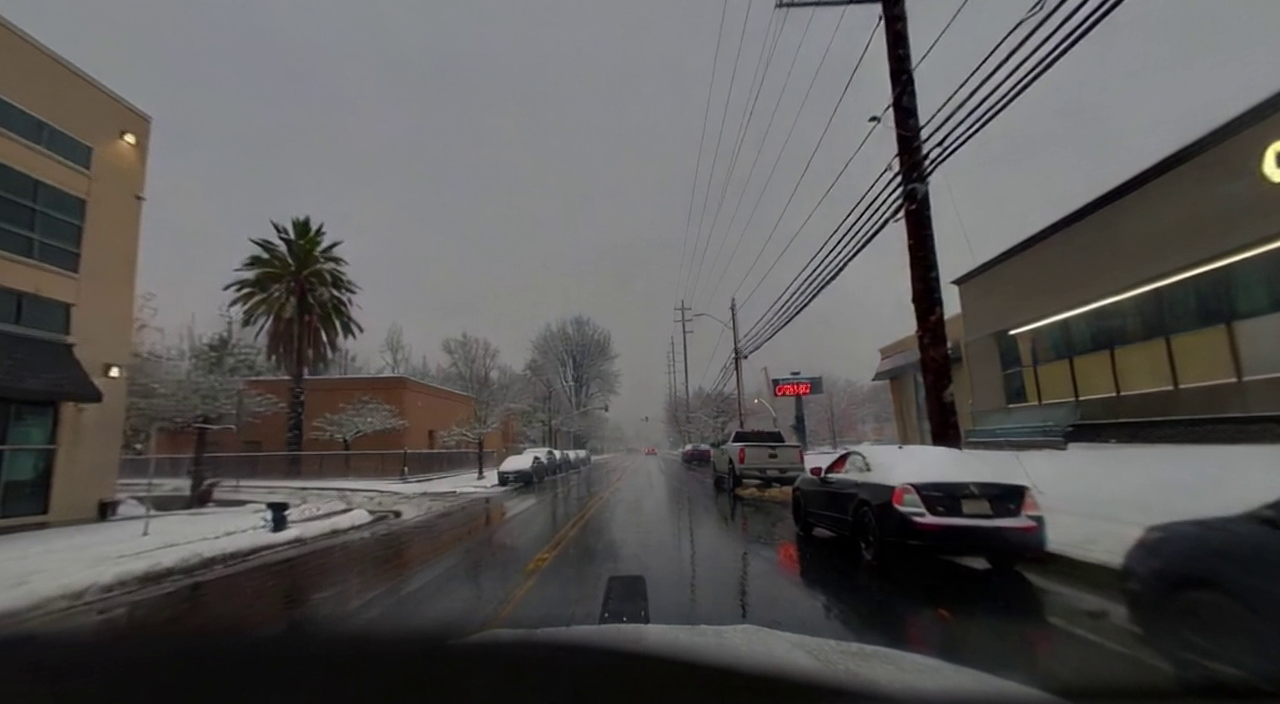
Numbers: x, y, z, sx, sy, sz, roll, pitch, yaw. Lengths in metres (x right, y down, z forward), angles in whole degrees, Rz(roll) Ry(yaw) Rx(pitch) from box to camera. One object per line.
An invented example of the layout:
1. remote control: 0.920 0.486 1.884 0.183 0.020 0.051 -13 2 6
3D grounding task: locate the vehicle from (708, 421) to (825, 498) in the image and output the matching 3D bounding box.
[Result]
1. vehicle: 3.816 3.401 20.456 2.485 2.123 6.029 0 -8 -1

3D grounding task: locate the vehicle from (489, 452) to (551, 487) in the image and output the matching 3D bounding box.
1. vehicle: -5.696 5.626 30.572 1.982 1.453 4.577 0 -8 1

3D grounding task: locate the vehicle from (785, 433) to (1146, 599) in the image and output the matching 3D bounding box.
1. vehicle: 3.593 1.867 8.294 2.060 1.513 4.741 0 -8 -3

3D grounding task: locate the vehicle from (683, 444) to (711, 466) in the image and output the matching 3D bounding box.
1. vehicle: 4.357 7.921 48.870 1.948 1.607 4.873 -1 -8 3

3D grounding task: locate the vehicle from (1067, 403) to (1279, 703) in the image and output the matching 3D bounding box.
1. vehicle: 3.688 0.817 1.440 1.961 1.546 4.857 0 -8 -1
